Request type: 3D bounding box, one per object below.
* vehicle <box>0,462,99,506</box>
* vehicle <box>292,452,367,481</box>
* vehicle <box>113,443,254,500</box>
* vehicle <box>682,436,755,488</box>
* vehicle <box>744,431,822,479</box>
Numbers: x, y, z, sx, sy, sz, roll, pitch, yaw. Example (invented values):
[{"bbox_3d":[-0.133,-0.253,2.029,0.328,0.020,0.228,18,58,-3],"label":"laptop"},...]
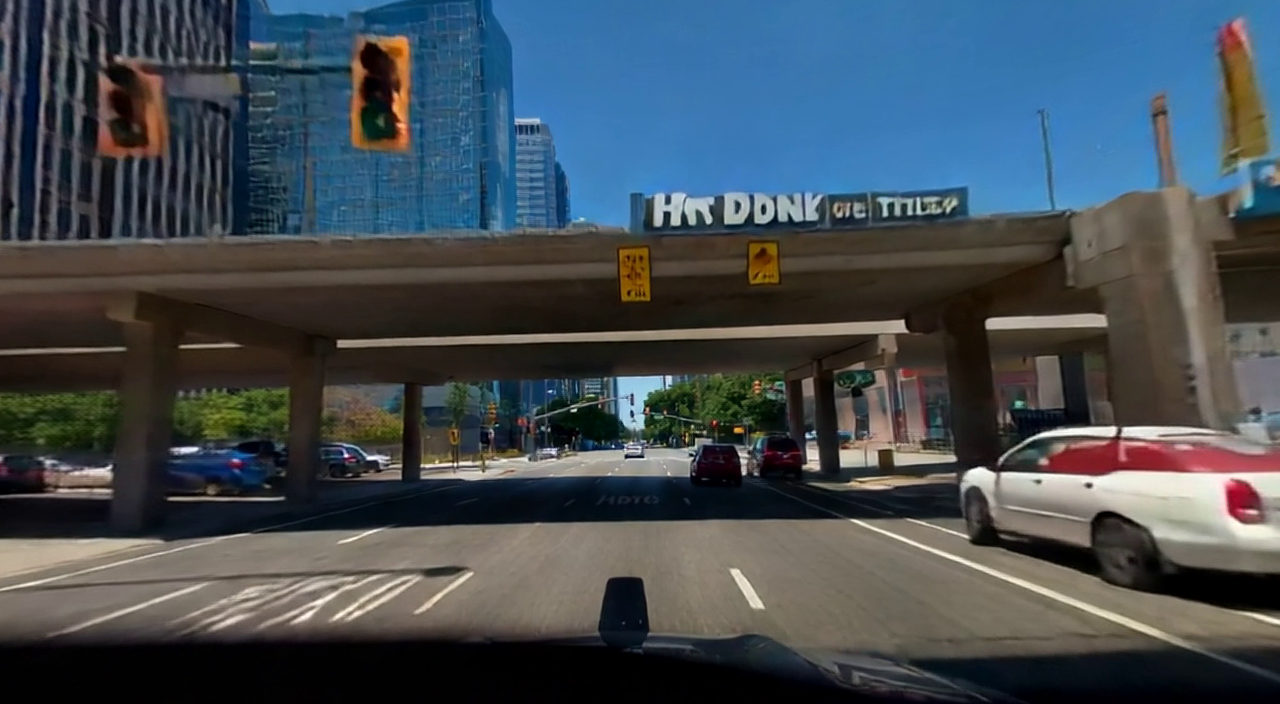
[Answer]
[{"bbox_3d":[-24.589,5.168,24.821,2.128,1.493,4.955,-1,-8,2],"label":"vehicle"},{"bbox_3d":[-17.800,6.541,36.400,1.985,1.505,4.275,-1,-8,2],"label":"vehicle"},{"bbox_3d":[-18.006,4.689,25.244,2.167,2.024,4.589,0,-8,0],"label":"vehicle"},{"bbox_3d":[2.554,3.677,21.346,1.947,1.576,3.825,0,-8,0],"label":"vehicle"},{"bbox_3d":[6.859,5.024,31.094,2.433,2.116,5.789,0,-8,-1],"label":"vehicle"}]
